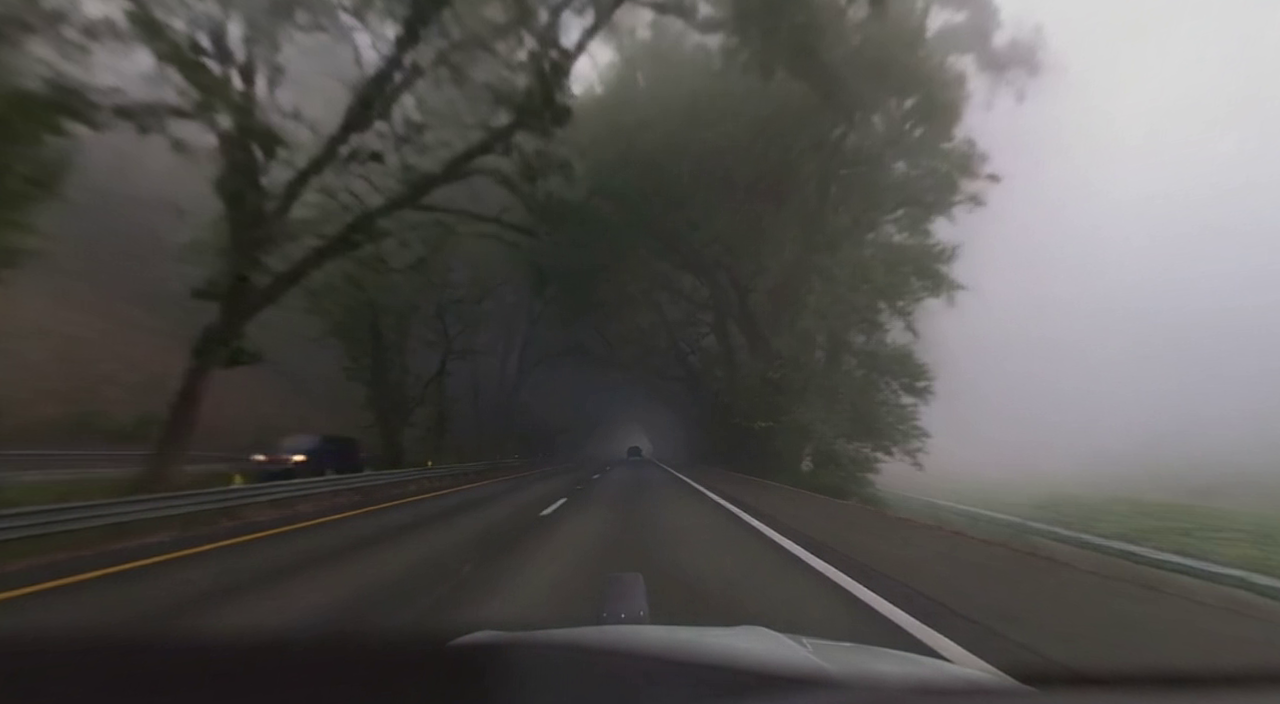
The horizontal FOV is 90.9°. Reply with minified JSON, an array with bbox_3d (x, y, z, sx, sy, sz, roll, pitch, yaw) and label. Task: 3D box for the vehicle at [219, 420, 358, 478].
[{"bbox_3d":[-12.293,3.472,22.537,2.145,1.847,4.924,0,-9,0],"label":"vehicle"}]
